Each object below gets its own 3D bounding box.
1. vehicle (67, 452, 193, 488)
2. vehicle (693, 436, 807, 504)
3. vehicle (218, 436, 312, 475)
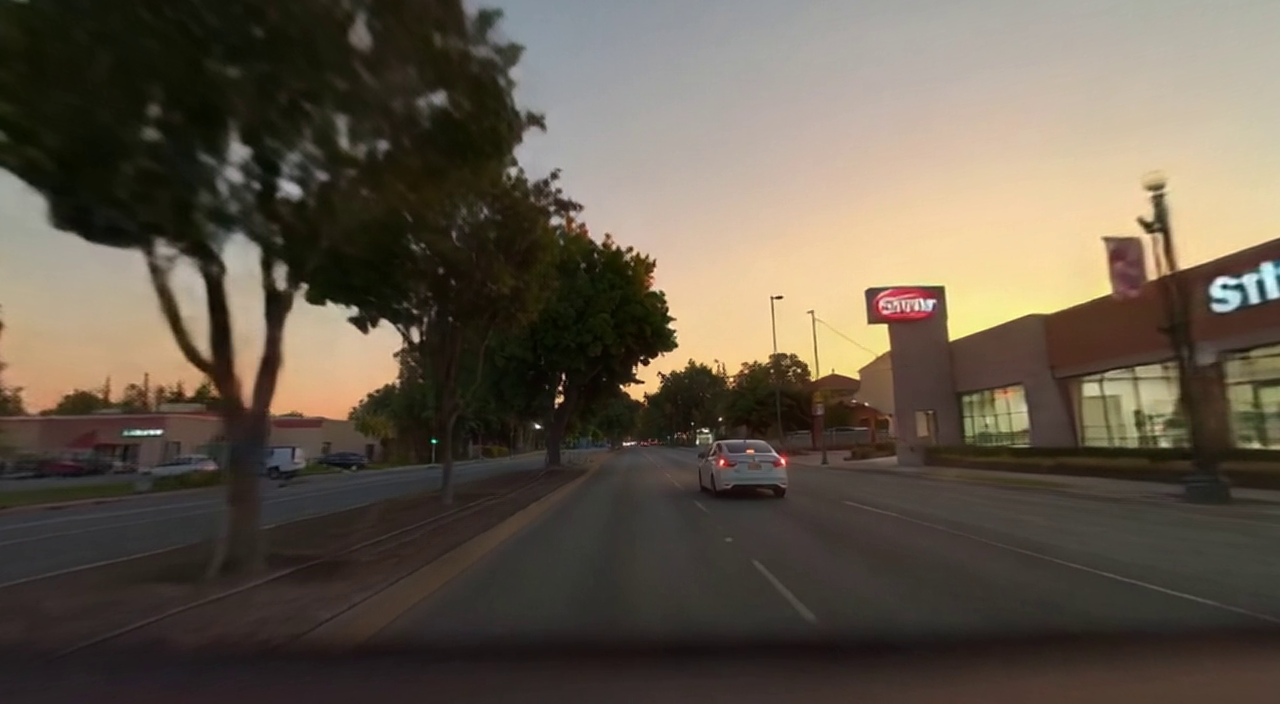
[{"bbox_3d":[-28.069,6.479,34.890,5.029,1.760,2.153,5,-10,-30],"label":"vehicle"},{"bbox_3d":[2.601,2.912,16.036,2.015,1.479,4.444,0,-9,-1],"label":"vehicle"},{"bbox_3d":[-28.309,7.808,47.632,5.802,2.743,2.245,5,-10,-32],"label":"vehicle"}]
